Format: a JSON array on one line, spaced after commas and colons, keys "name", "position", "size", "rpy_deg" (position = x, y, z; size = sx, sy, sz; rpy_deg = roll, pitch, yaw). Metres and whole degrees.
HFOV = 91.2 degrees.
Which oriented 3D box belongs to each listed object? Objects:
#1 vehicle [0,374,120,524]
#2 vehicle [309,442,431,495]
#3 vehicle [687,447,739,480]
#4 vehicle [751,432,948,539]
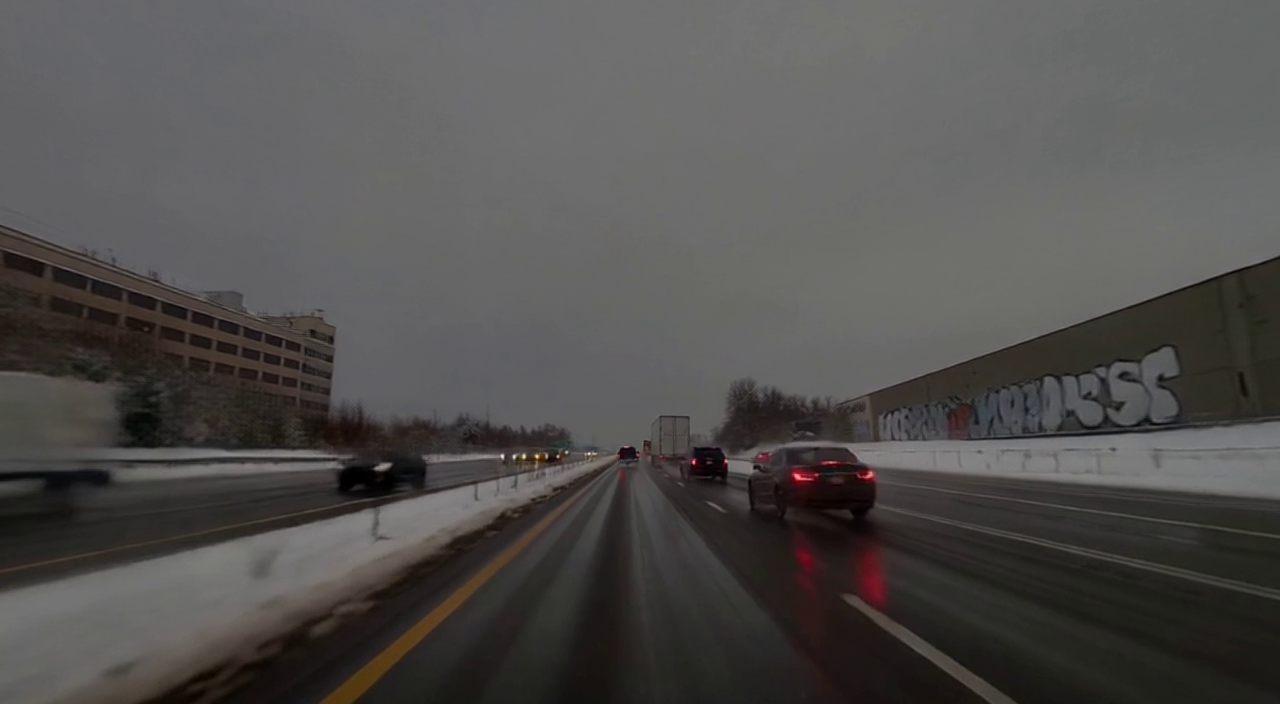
[{"name": "vehicle", "position": [-12.027, 1.521, 9.783], "size": [2.373, 2.502, 6.255], "rpy_deg": [0, -9, 0]}, {"name": "vehicle", "position": [-8.756, 3.806, 20.861], "size": [1.965, 1.527, 4.704], "rpy_deg": [0, -9, 0]}, {"name": "vehicle", "position": [3.730, 5.794, 32.913], "size": [2.085, 1.588, 4.436], "rpy_deg": [0, -9, -2]}, {"name": "vehicle", "position": [3.600, 2.395, 11.908], "size": [2.045, 1.605, 4.674], "rpy_deg": [0, -9, -1]}]
